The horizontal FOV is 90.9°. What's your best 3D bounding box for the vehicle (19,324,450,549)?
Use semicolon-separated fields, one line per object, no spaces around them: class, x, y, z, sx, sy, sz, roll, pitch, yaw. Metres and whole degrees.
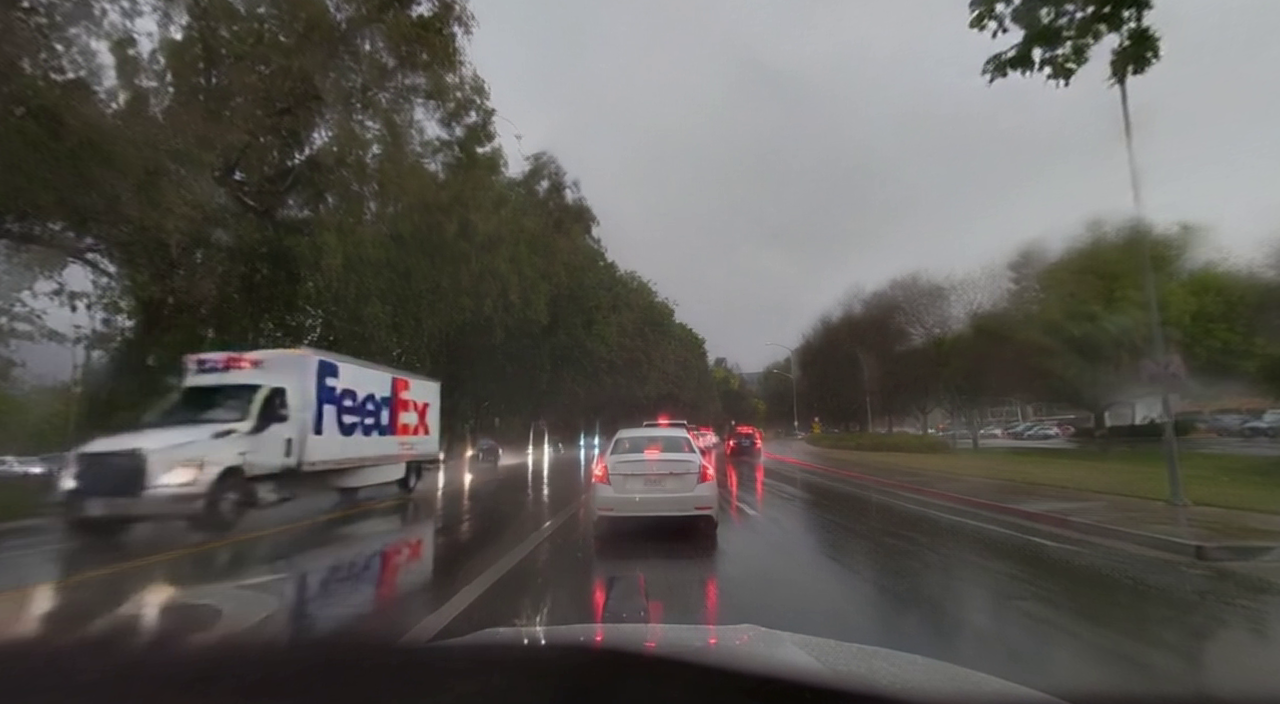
vehicle;-7.421;1.911;14.127;2.961;3.316;9.483;-1;-8;3

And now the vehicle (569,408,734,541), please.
vehicle;0.175;1.907;10.386;2.154;1.710;4.128;-1;-8;1

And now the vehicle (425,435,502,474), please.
vehicle;-8.773;5.156;31.932;2.039;1.769;4.911;-1;-8;6

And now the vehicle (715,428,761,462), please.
vehicle;5.465;5.268;35.695;2.155;1.786;4.459;-1;-8;3

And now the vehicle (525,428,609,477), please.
vehicle;-2.808;4.046;25.603;2.057;1.786;4.725;-2;-8;11
